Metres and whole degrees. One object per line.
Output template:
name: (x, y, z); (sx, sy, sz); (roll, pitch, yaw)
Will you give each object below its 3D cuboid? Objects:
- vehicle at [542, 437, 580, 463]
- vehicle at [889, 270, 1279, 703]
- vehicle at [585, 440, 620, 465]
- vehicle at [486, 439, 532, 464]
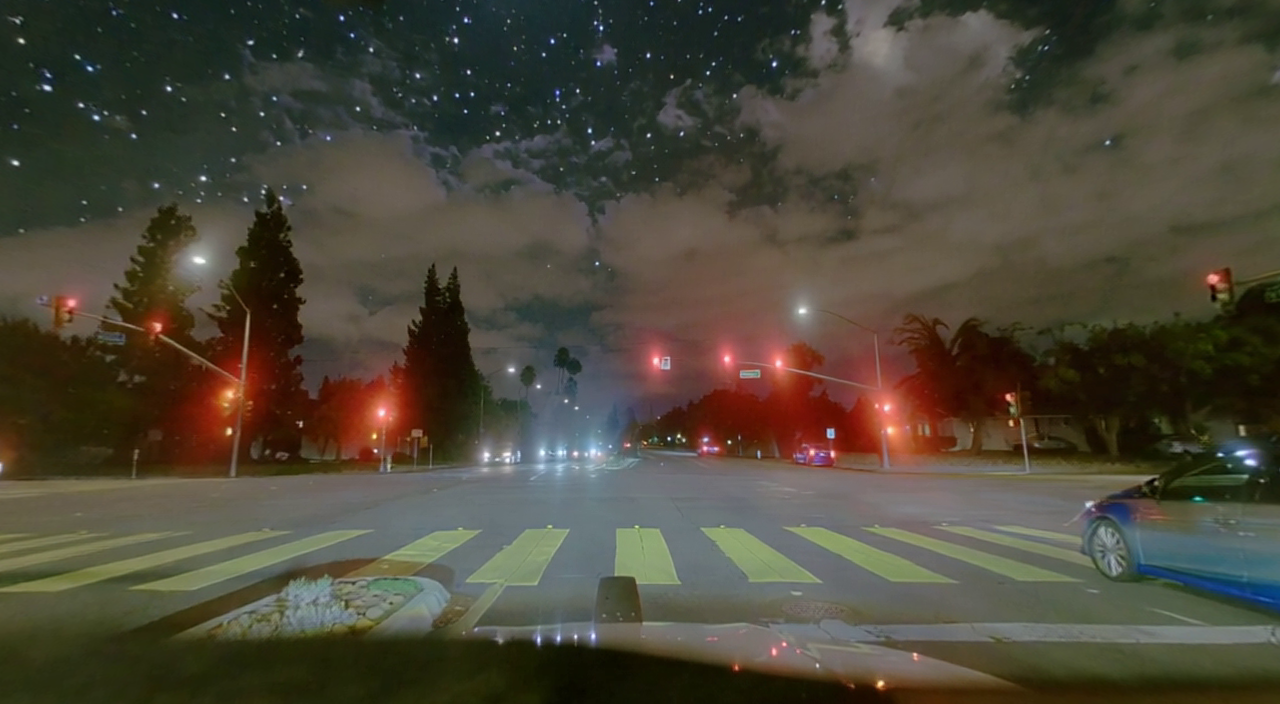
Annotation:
vehicle: (-5.522, 6.902, 44.418); (2.091, 1.707, 4.157); (0, -9, 0)
vehicle: (2.711, 0.708, 1.721); (2.085, 1.800, 4.908); (0, -9, 1)
vehicle: (-2.384, 6.595, 41.580); (2.046, 1.491, 4.118); (0, -9, 0)
vehicle: (-8.945, 6.854, 43.626); (2.028, 1.654, 5.027); (0, -9, 1)
